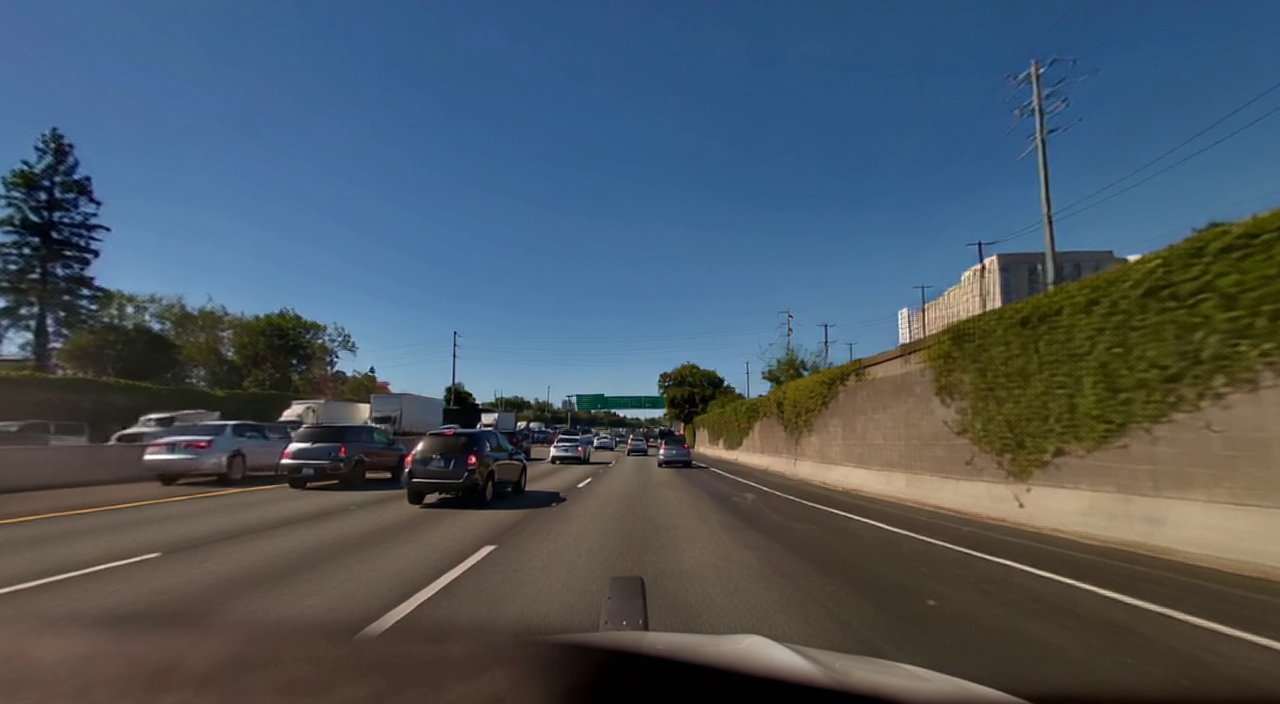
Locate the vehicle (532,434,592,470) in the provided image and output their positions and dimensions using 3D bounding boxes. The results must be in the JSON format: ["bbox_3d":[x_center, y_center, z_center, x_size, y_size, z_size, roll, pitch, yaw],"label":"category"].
[{"bbox_3d":[-3.465,4.539,28.954,2.049,1.530,4.707,0,-8,1],"label":"vehicle"}]

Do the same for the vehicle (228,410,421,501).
[{"bbox_3d":[-7.250,2.427,15.236,2.222,1.825,4.640,0,-8,0],"label":"vehicle"}]

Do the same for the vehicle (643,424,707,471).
[{"bbox_3d":[1.649,4.832,32.186,2.793,2.132,5.682,0,-8,-1],"label":"vehicle"}]

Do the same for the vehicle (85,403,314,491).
[{"bbox_3d":[-10.683,2.364,15.963,2.089,1.847,4.981,0,-8,1],"label":"vehicle"}]

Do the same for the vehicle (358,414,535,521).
[{"bbox_3d":[-3.521,2.189,12.536,2.026,1.719,4.490,0,-8,1],"label":"vehicle"}]
